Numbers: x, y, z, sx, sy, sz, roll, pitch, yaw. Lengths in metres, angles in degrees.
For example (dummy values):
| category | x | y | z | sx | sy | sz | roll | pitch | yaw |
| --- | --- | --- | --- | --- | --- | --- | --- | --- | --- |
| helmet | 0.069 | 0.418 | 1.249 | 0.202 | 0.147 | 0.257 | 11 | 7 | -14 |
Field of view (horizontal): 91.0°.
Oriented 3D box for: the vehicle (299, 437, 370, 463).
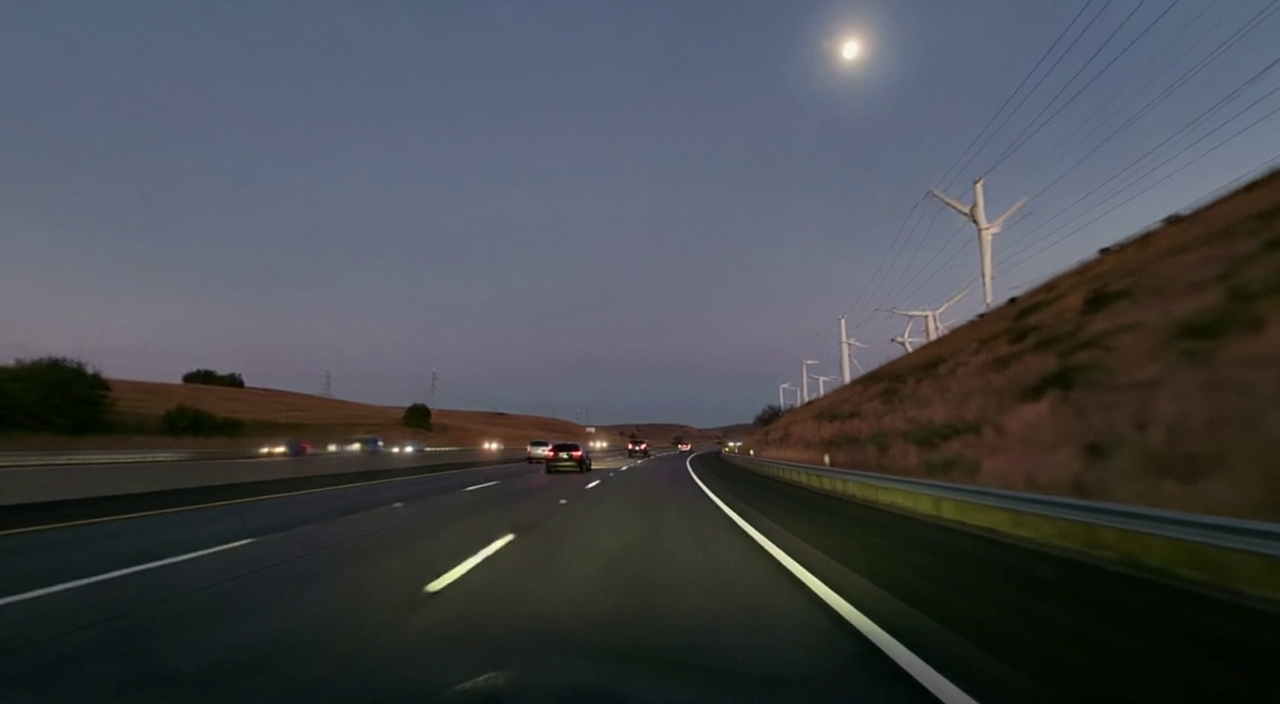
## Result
| category | x | y | z | sx | sy | sz | roll | pitch | yaw |
| --- | --- | --- | --- | --- | --- | --- | --- | --- | --- |
| vehicle | -19.859 | 6.391 | 41.220 | 2.043 | 1.569 | 4.811 | 0 | -9 | 3 |

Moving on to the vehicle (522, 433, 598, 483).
| category | x | y | z | sx | sy | sz | roll | pitch | yaw |
| --- | --- | --- | --- | --- | --- | --- | --- | --- | --- |
| vehicle | -2.909 | 3.982 | 23.957 | 2.118 | 1.702 | 4.355 | 0 | -9 | 3 |
